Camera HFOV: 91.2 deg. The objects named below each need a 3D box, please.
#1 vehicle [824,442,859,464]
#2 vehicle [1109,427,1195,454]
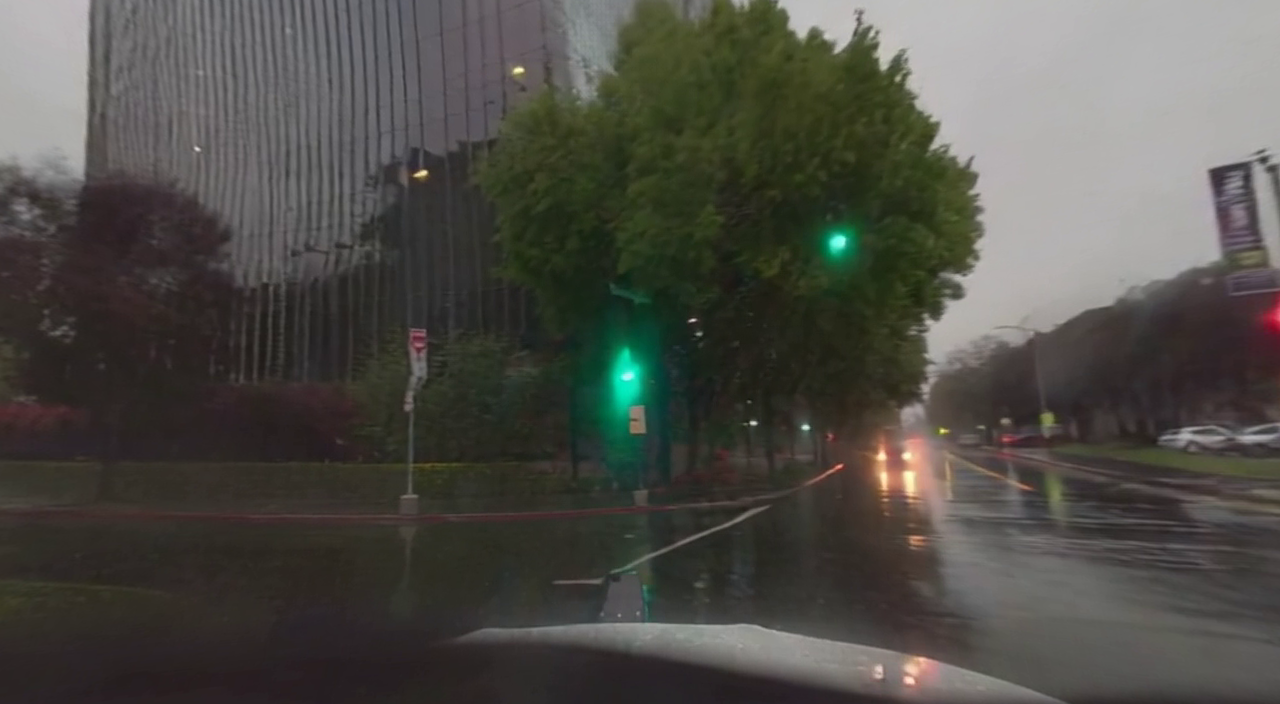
[{"bbox_3d":[14.455,7.248,44.895,1.964,1.497,3.674,-4,-10,23],"label":"vehicle"},{"bbox_3d":[29.516,5.114,36.220,3.426,1.405,1.553,-5,-9,21],"label":"vehicle"}]
